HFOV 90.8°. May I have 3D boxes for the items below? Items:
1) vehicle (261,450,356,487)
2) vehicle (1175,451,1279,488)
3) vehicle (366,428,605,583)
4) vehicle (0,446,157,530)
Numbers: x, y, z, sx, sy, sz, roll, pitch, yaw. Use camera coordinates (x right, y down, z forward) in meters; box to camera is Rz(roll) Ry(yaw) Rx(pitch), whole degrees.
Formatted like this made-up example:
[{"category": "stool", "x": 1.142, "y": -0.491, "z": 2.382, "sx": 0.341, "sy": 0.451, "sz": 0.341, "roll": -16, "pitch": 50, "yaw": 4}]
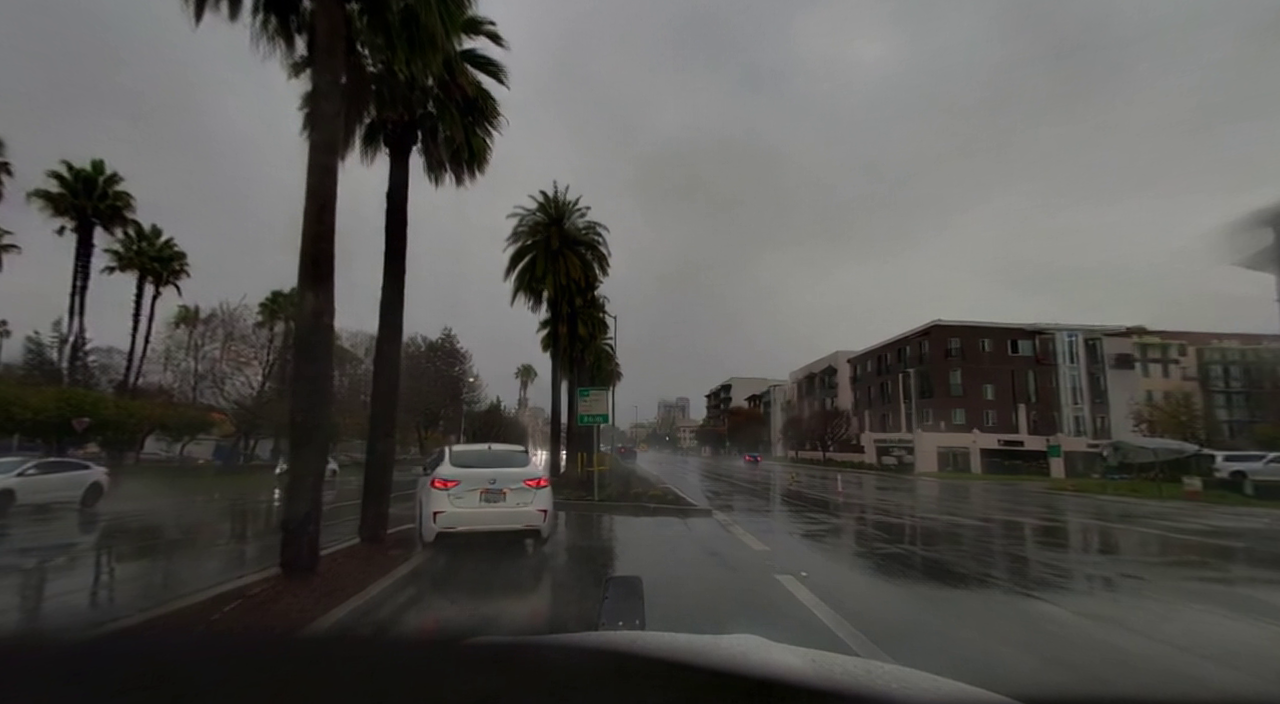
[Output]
[{"category": "vehicle", "x": -14.638, "y": 5.139, "z": 28.244, "sx": 2.099, "sy": 1.464, "sz": 4.615, "roll": 1, "pitch": -9, "yaw": -5}, {"category": "vehicle", "x": 25.855, "y": 4.939, "z": 26.725, "sx": 4.446, "sy": 1.464, "sz": 1.954, "roll": -1, "pitch": -9, "yaw": 4}, {"category": "vehicle", "x": -2.333, "y": 1.845, "z": 8.536, "sx": 1.986, "sy": 1.473, "sz": 4.382, "roll": 5, "pitch": -10, "yaw": -29}, {"category": "vehicle", "x": -13.113, "y": 2.774, "z": 13.299, "sx": 4.457, "sy": 1.552, "sz": 2.095, "roll": -2, "pitch": -9, "yaw": 11}]
